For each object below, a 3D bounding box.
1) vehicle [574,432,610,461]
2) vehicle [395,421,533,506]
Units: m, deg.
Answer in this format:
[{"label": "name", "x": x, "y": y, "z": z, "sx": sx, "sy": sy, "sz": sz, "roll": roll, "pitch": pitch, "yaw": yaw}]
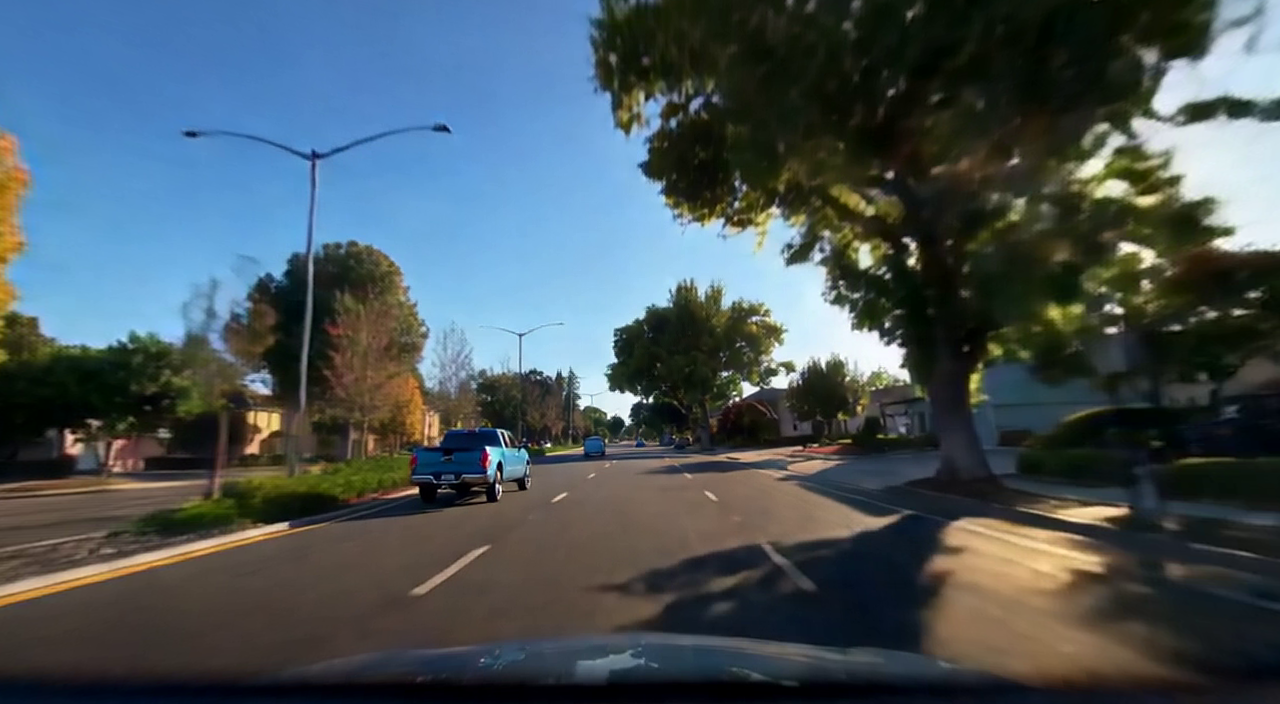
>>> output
[{"label": "vehicle", "x": -3.472, "y": 6.955, "z": 46.244, "sx": 2.230, "sy": 1.987, "sz": 4.385, "roll": 0, "pitch": -8, "yaw": 1}, {"label": "vehicle", "x": -4.060, "y": 2.671, "z": 15.510, "sx": 2.002, "sy": 1.747, "sz": 4.728, "roll": 0, "pitch": -8, "yaw": 0}]
